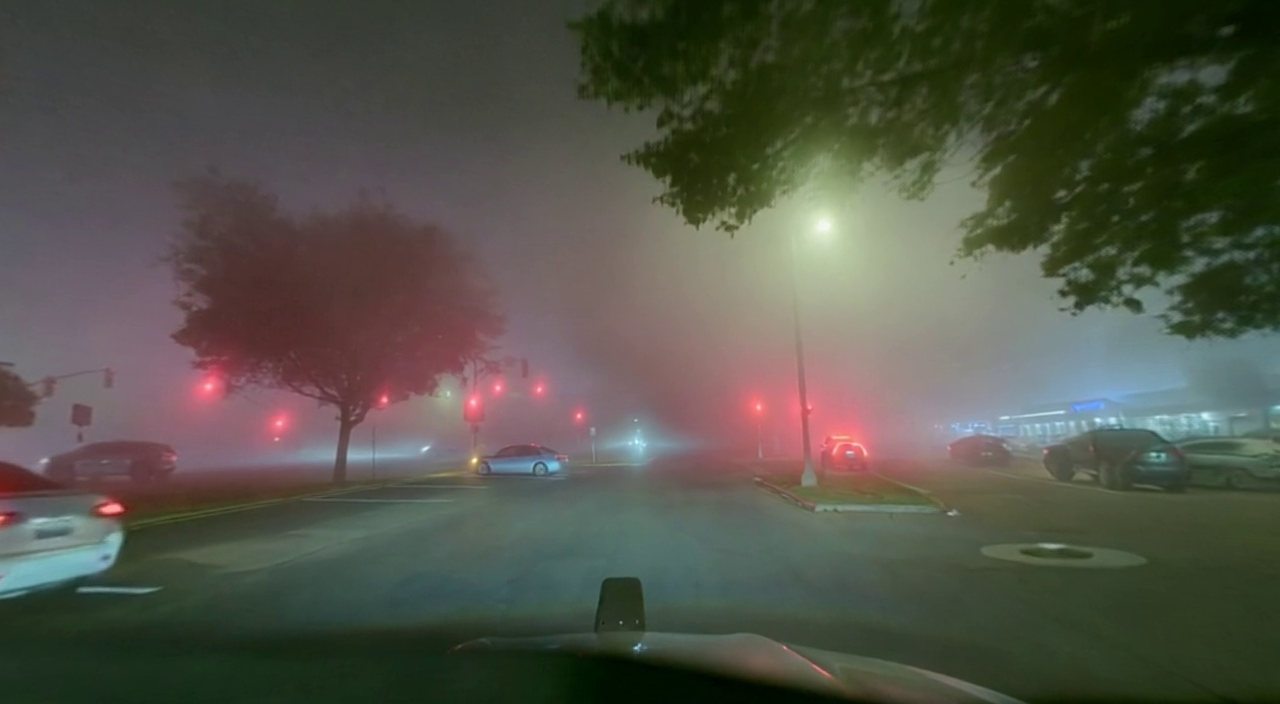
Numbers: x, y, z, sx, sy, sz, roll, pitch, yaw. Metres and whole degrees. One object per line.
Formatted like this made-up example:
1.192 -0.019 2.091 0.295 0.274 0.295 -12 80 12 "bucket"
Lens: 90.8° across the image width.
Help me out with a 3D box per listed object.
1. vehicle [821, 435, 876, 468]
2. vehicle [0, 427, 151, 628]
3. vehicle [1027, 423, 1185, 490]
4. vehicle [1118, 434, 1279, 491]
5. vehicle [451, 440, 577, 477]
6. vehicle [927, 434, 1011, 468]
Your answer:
10.350 4.930 31.684 2.061 1.519 4.794 -2 -8 12 "vehicle"
-6.950 1.378 5.174 4.376 1.476 1.791 0 -8 1 "vehicle"
13.108 2.964 18.190 1.921 1.657 4.400 -2 -9 12 "vehicle"
15.506 3.035 17.661 1.936 1.391 3.874 -2 -9 14 "vehicle"
-5.304 4.517 26.922 4.792 1.468 2.116 -2 -9 12 "vehicle"
15.451 4.673 29.949 1.951 1.491 4.359 -1 -8 5 "vehicle"
